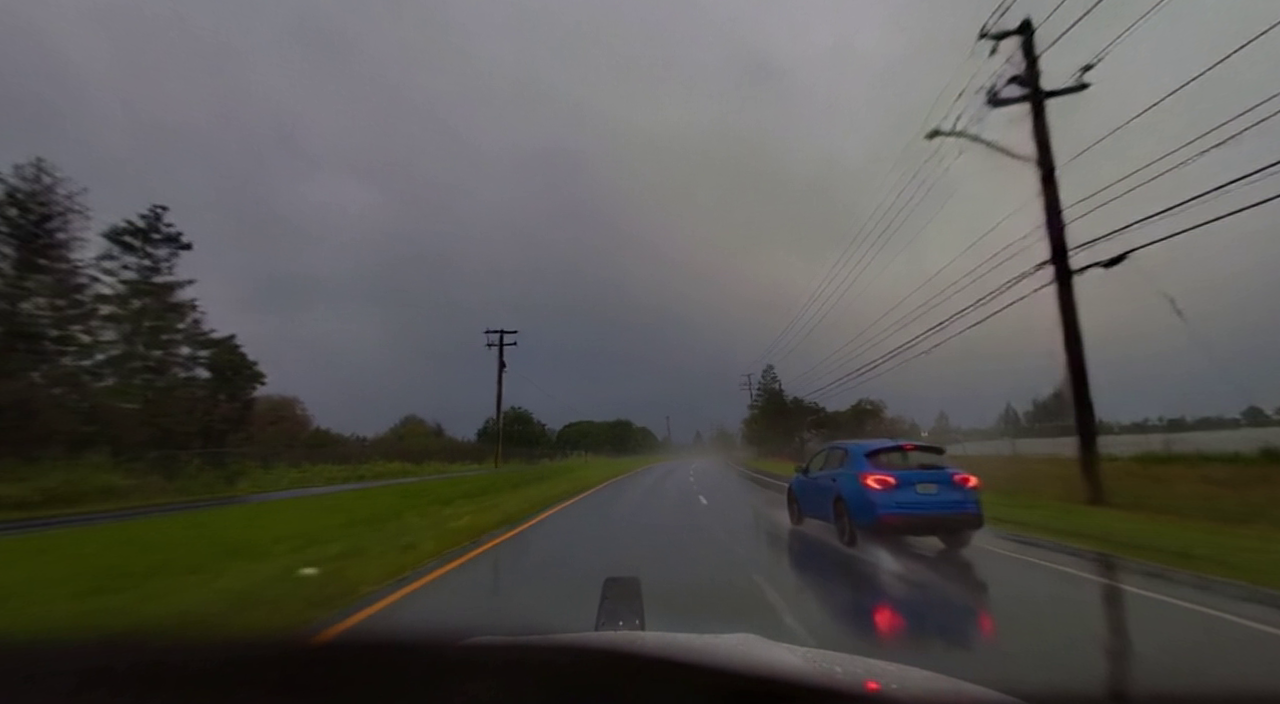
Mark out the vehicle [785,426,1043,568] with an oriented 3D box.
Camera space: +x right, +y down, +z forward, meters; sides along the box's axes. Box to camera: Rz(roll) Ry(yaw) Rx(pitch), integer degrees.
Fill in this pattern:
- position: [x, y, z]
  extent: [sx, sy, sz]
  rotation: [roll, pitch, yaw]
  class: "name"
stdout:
- position: [3.819, 2.088, 9.827]
  extent: [2.135, 1.692, 4.185]
  rotation: [0, -9, 0]
  class: "vehicle"
